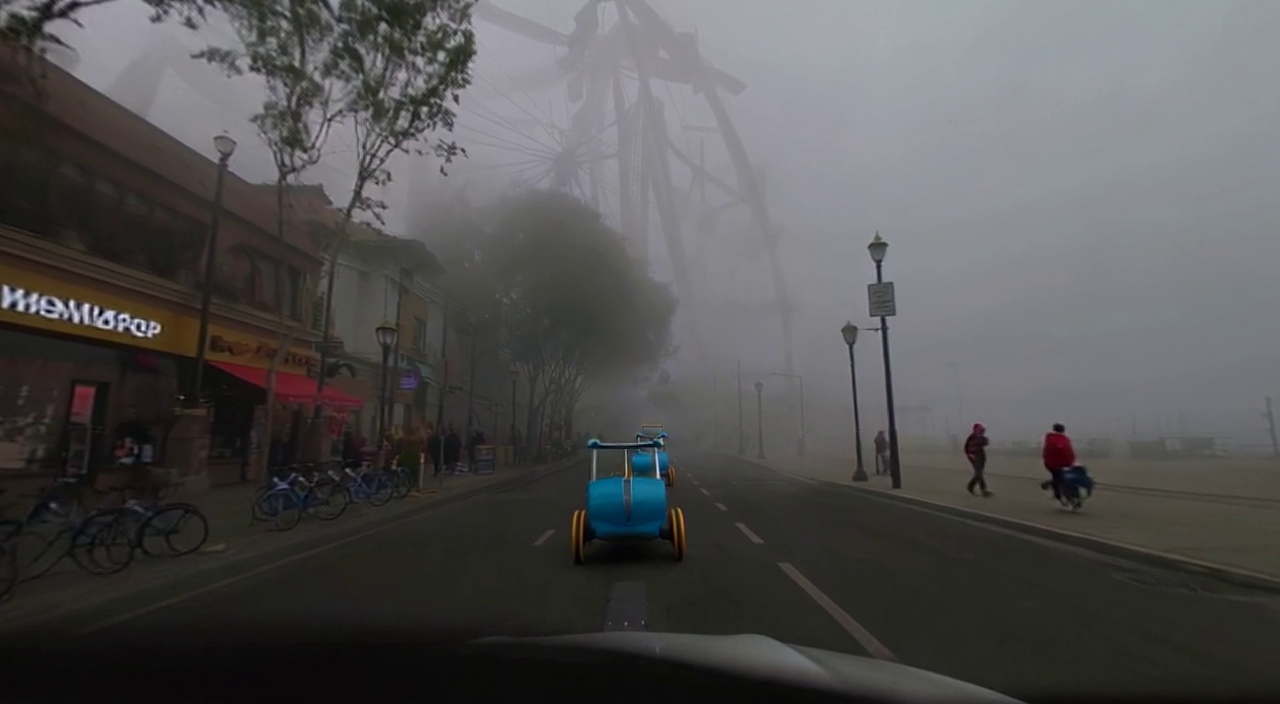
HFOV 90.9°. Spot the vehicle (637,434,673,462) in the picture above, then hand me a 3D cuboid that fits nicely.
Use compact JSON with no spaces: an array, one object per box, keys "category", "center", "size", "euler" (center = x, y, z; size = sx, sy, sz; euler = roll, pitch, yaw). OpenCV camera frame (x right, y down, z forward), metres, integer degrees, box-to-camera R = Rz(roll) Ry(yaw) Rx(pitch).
[{"category":"vehicle","center":[1.013,6.411,42.221],"size":[2.221,1.773,4.228],"euler":[-1,-9,2]}]

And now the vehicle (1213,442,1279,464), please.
[{"category":"vehicle","center":[41.760,6.781,42.442],"size":[4.120,1.445,1.893],"euler":[-2,-9,10]}]
